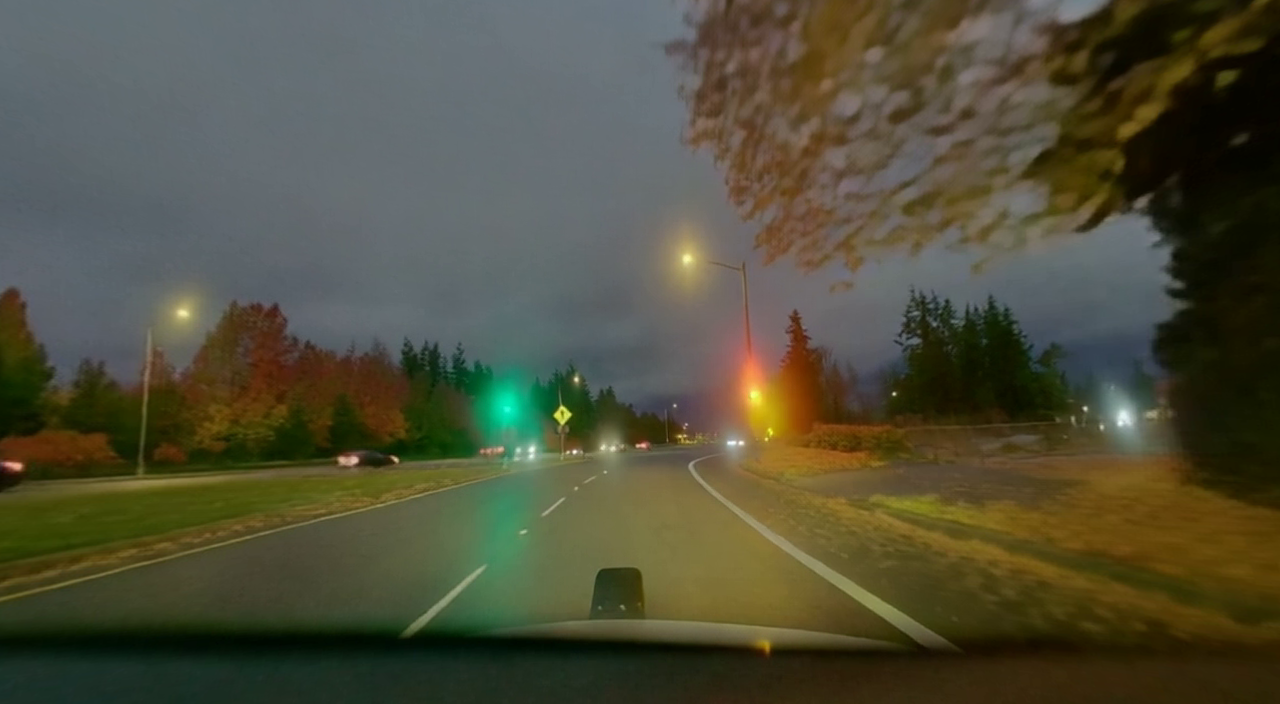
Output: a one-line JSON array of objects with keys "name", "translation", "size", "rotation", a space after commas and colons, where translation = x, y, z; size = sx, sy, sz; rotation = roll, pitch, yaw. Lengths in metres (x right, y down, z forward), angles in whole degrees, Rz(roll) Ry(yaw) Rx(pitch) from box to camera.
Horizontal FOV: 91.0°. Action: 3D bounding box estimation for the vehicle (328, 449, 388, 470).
[{"name": "vehicle", "translation": [-22.160, 8.457, 49.637], "size": [1.865, 1.518, 4.231], "rotation": [-3, -9, 20]}]
